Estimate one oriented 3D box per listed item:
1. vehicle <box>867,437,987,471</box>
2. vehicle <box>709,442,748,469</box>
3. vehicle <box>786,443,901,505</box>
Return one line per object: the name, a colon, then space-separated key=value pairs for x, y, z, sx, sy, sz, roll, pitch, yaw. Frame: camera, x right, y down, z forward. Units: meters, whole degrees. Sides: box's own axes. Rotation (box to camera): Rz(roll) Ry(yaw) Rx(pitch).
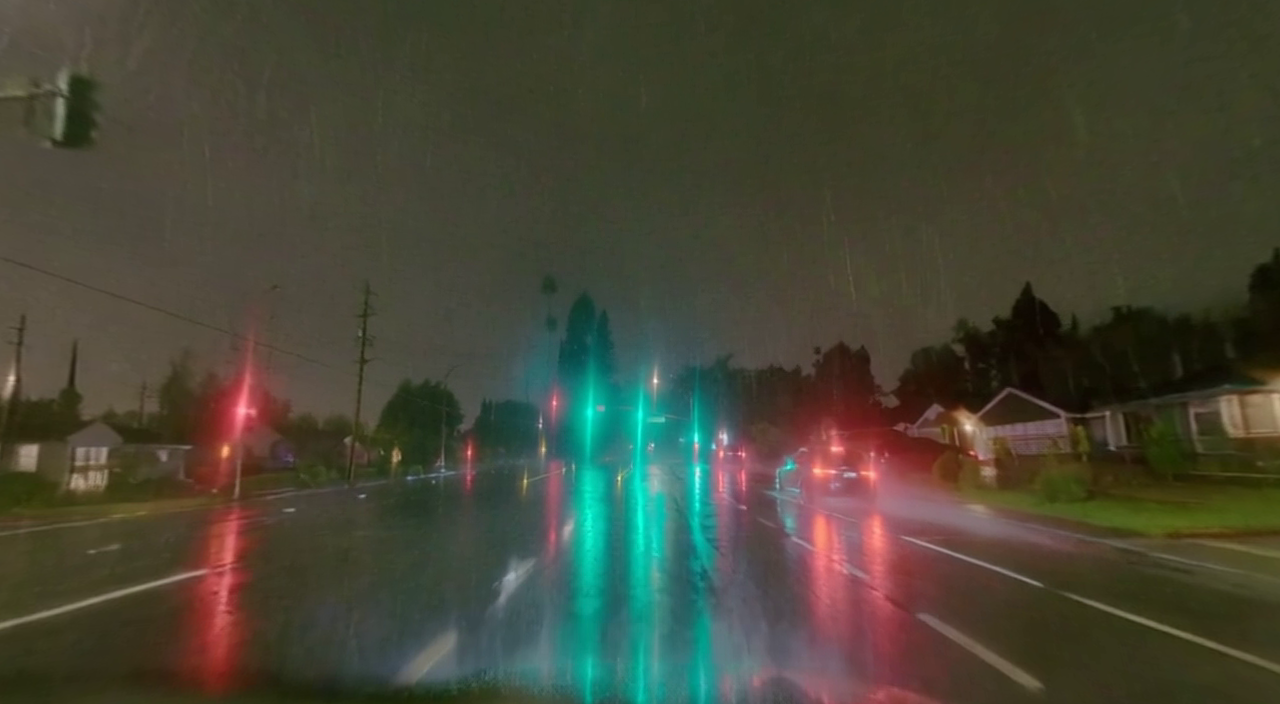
vehicle: x=12.825 y=4.560 z=28.336 sx=4.461 sy=1.461 sz=1.805 roll=0 pitch=-9 yaw=-1
vehicle: x=6.006 y=7.076 z=43.258 sx=2.026 sy=1.754 sz=4.565 roll=0 pitch=-9 yaw=0
vehicle: x=5.708 y=3.447 z=18.369 sx=1.855 sy=1.520 sz=4.808 roll=0 pitch=-9 yaw=2
